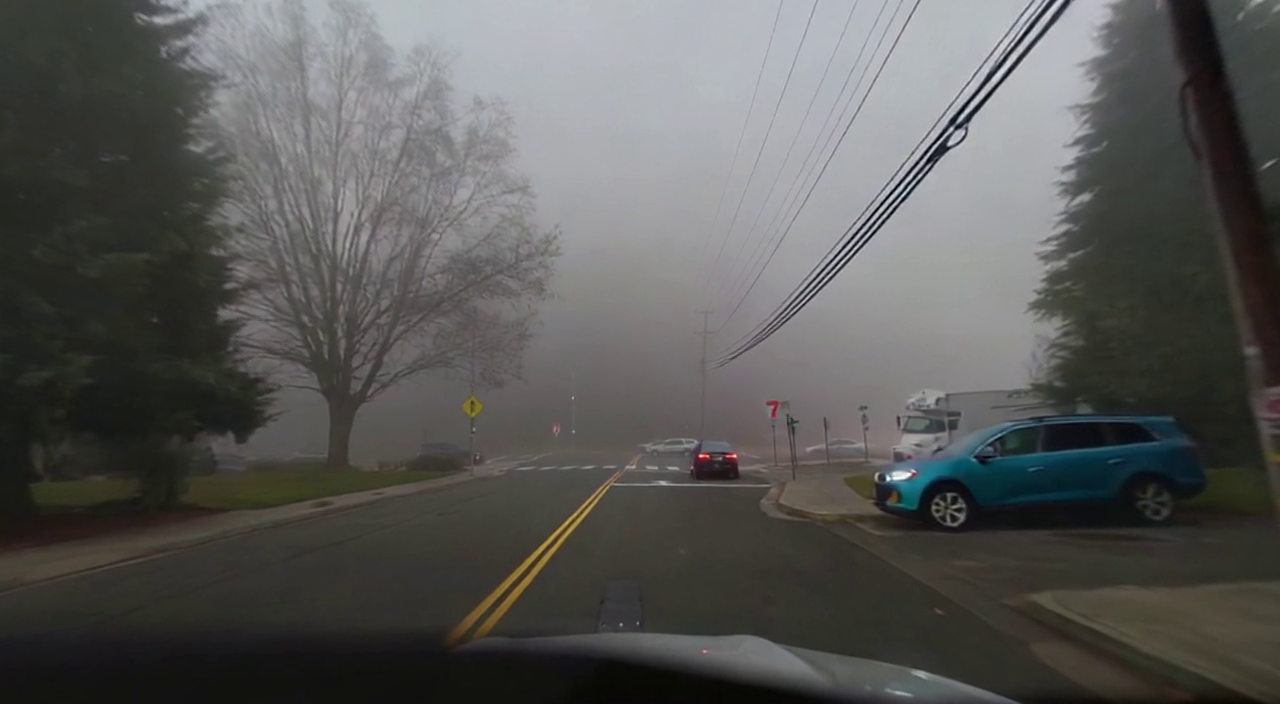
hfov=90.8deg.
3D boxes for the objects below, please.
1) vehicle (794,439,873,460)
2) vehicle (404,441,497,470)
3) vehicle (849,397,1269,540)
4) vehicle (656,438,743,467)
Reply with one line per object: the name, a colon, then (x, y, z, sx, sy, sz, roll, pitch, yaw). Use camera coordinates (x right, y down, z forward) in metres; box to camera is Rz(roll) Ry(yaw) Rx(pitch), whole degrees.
vehicle: (13.394, 6.821, 44.028, 4.872, 1.400, 1.955, -1, -9, 4)
vehicle: (-13.123, 7.217, 44.141, 5.866, 1.904, 2.197, 1, -9, -6)
vehicle: (6.014, 1.751, 9.825, 4.814, 1.872, 2.220, -1, -9, 7)
vehicle: (3.965, 6.842, 43.103, 2.553, 1.868, 5.536, 8, -12, -43)
